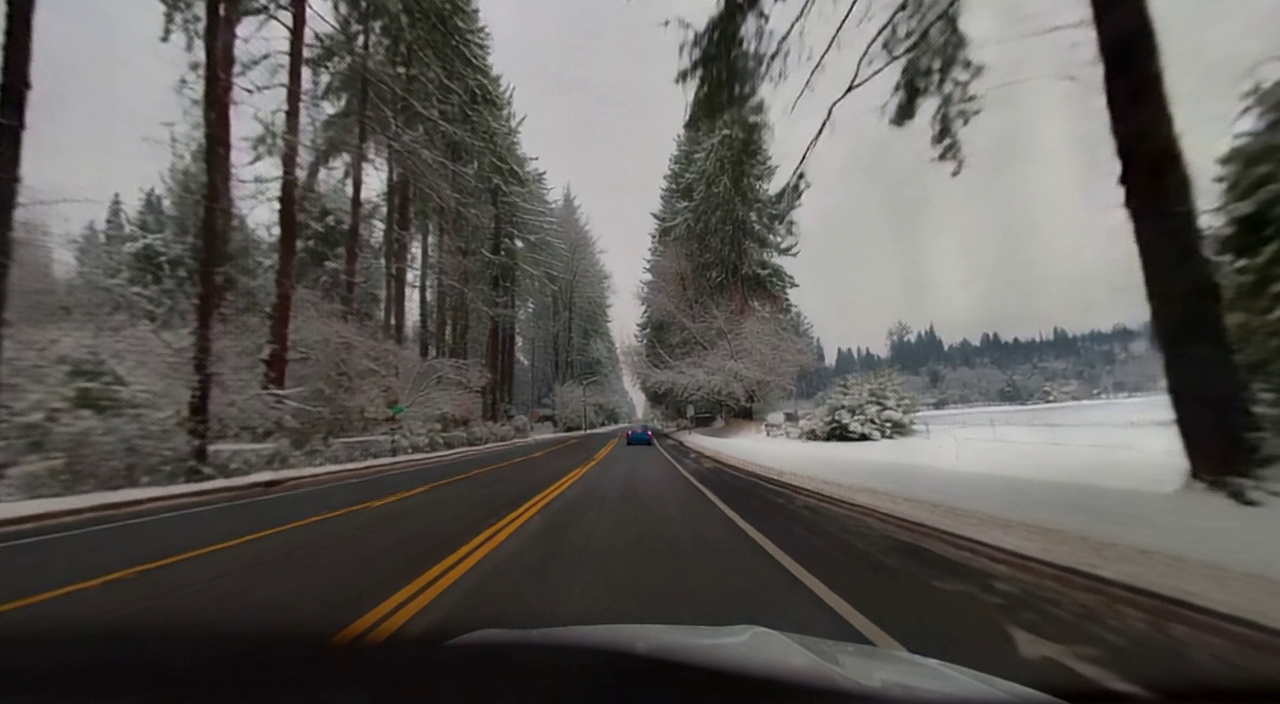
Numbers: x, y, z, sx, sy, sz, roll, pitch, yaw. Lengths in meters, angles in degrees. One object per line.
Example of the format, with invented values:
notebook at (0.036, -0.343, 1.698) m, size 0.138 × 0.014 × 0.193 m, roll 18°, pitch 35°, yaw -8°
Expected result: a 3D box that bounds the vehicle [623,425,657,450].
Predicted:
vehicle at (-0.009, 5.380, 39.927) m, size 2.067 × 1.486 × 3.861 m, roll 0°, pitch -8°, yaw 0°
